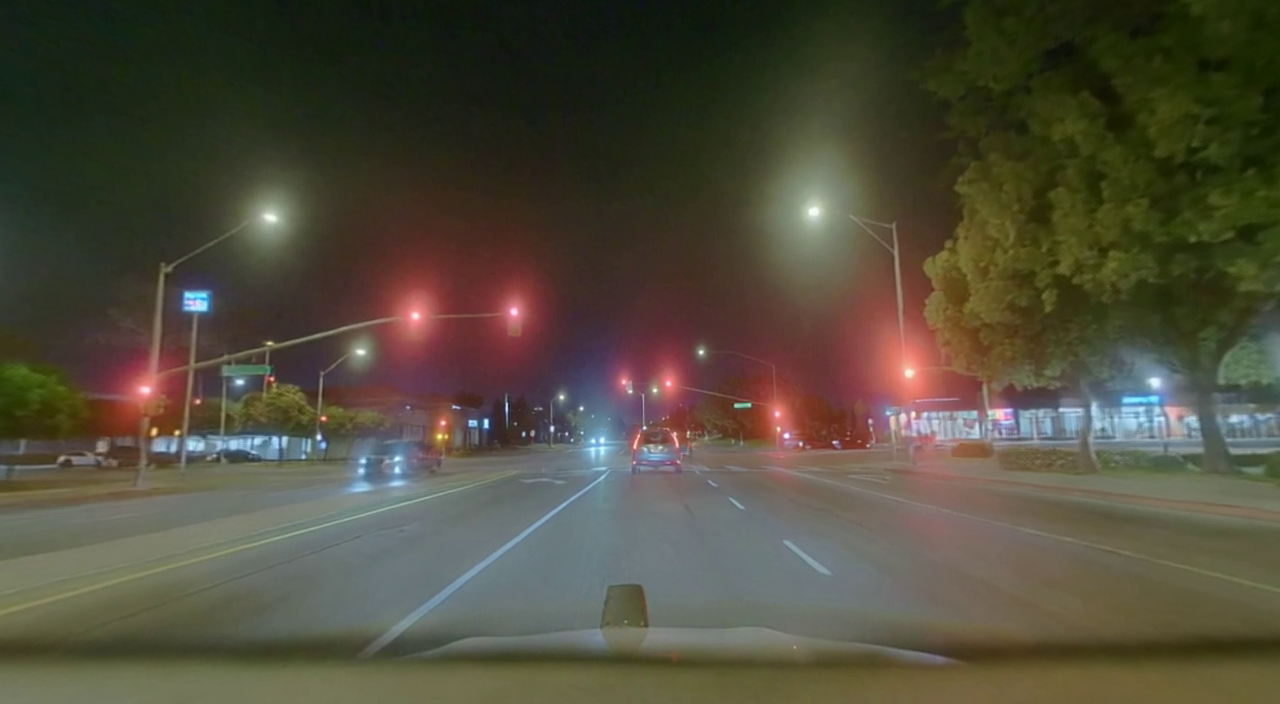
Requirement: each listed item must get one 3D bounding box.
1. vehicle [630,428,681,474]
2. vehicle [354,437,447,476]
[{"bbox_3d":[0.645,4.150,26.604,1.994,1.759,4.186,0,-8,1],"label":"vehicle"},{"bbox_3d":[-11.240,4.910,29.967,1.954,1.673,4.460,-2,-8,12],"label":"vehicle"}]
